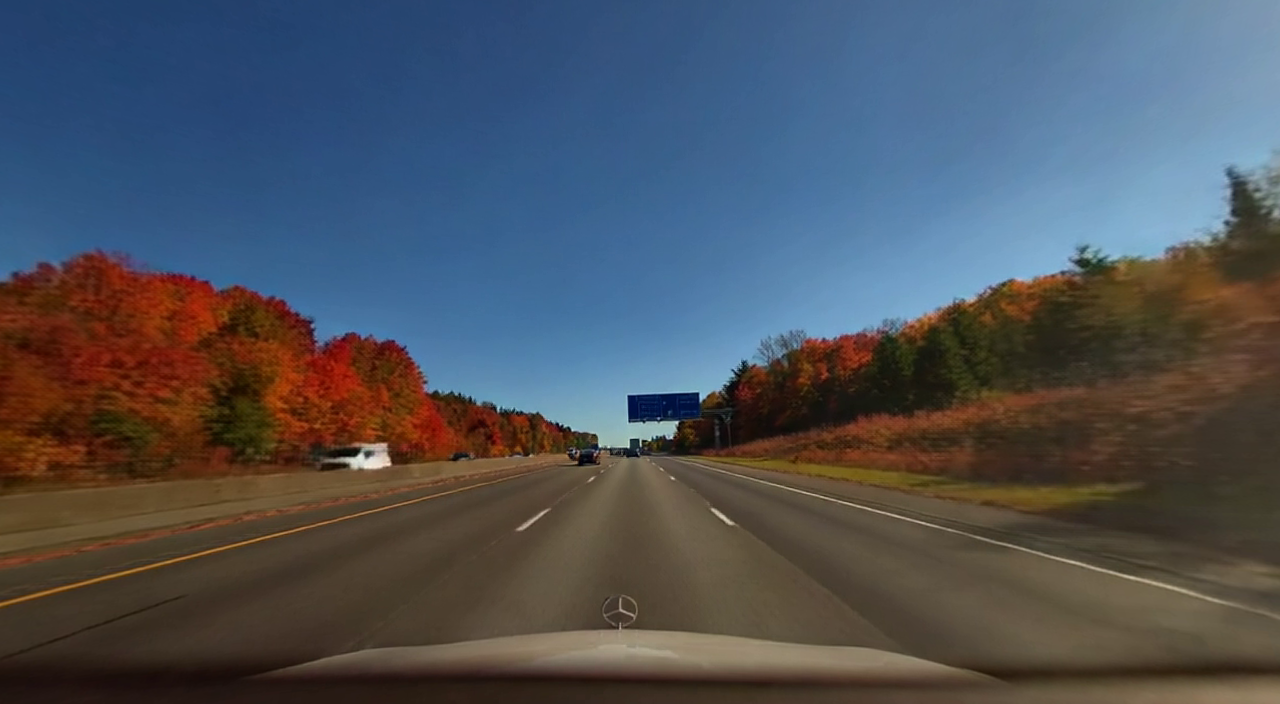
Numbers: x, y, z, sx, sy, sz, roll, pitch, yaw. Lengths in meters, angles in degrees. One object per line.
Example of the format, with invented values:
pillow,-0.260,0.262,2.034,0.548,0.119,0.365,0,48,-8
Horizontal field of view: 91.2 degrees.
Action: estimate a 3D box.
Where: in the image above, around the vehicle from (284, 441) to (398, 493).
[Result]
vehicle,-11.267,4.340,24.065,2.101,1.757,4.711,0,-9,-1
